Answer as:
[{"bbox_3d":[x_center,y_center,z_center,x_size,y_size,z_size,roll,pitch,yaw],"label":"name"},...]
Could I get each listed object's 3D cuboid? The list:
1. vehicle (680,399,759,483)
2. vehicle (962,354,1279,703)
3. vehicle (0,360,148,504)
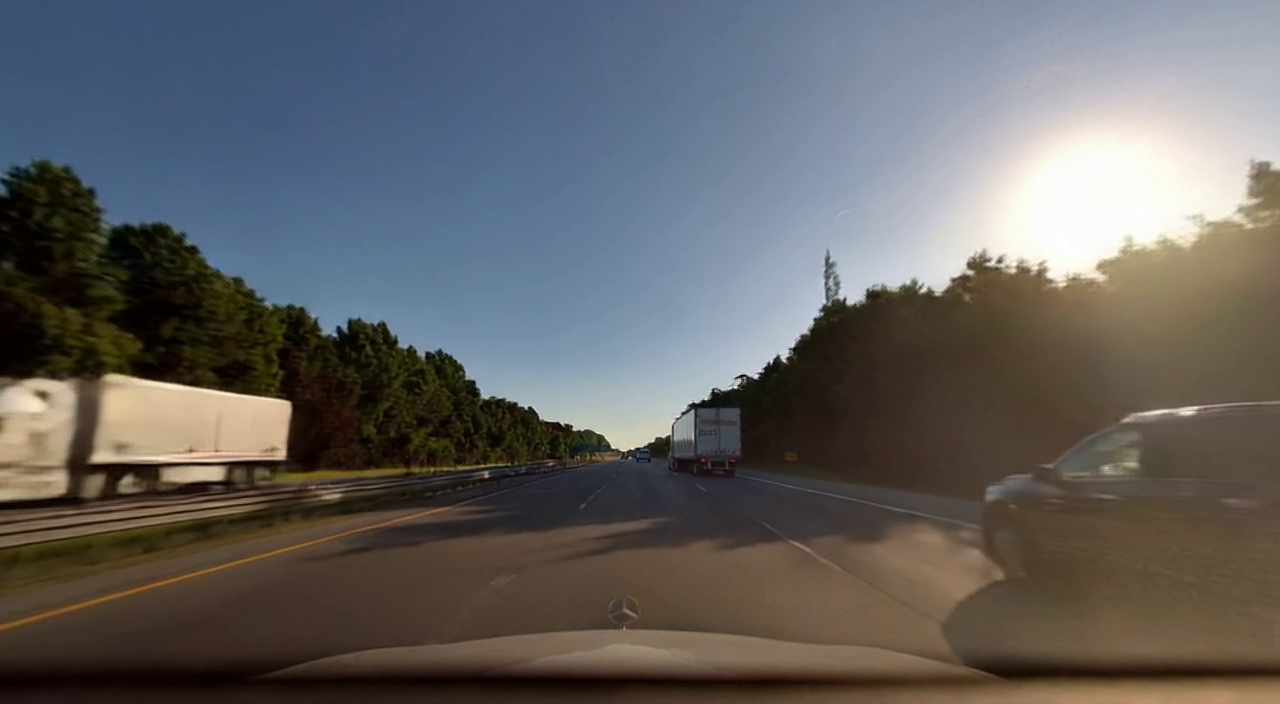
[{"bbox_3d":[4.154,5.081,35.487,3.117,3.971,10.593,1,-9,1],"label":"vehicle"},{"bbox_3d":[3.746,0.913,3.075,2.096,1.653,4.185,0,-9,0],"label":"vehicle"},{"bbox_3d":[-19.041,2.504,19.257,2.947,3.912,5.781,0,-9,1],"label":"vehicle"}]
